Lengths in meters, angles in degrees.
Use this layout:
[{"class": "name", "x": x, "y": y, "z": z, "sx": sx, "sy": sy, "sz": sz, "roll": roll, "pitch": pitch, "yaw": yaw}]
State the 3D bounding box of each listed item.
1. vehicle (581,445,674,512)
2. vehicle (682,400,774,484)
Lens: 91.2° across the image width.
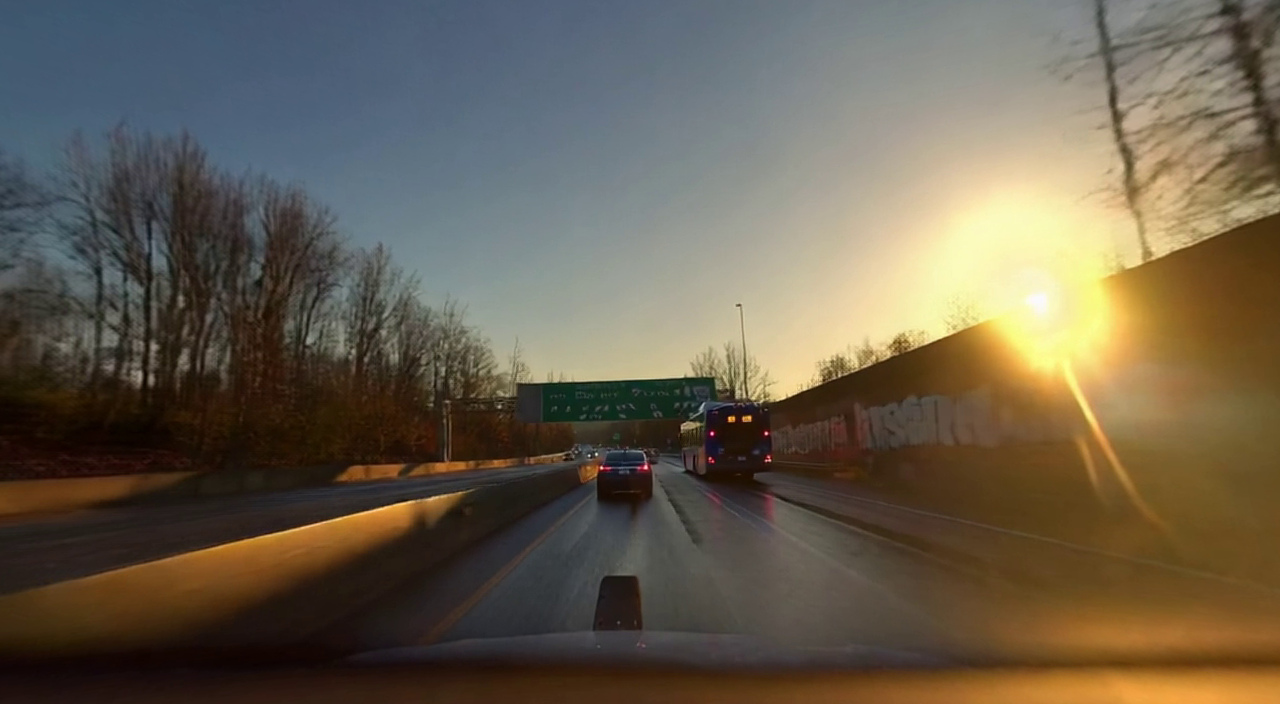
[{"class": "vehicle", "x": -0.278, "y": 3.286, "z": 16.700, "sx": 2.160, "sy": 1.532, "sz": 4.073, "roll": -1, "pitch": -9, "yaw": 0}, {"class": "vehicle", "x": 4.108, "y": 4.761, "z": 32.520, "sx": 3.055, "sy": 3.479, "sz": 12.521, "roll": -1, "pitch": -9, "yaw": 1}]
